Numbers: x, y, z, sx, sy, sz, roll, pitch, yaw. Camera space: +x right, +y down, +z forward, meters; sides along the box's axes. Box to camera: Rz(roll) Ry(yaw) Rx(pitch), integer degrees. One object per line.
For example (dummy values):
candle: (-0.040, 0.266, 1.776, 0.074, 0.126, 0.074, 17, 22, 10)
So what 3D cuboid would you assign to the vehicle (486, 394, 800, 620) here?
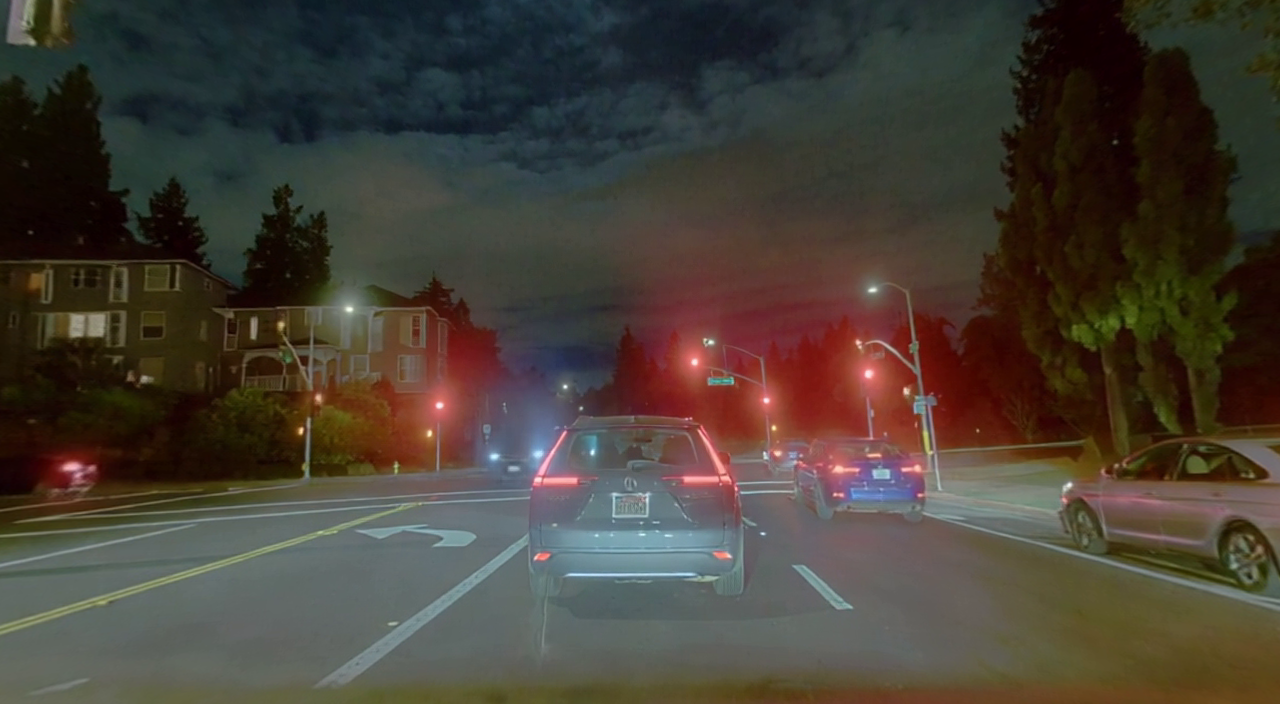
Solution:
vehicle: (0.053, 1.469, 6.938, 2.322, 1.667, 4.367, 0, -8, 1)

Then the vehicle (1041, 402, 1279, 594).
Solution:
vehicle: (7.028, 1.535, 7.044, 1.989, 1.791, 4.735, 0, -8, 1)

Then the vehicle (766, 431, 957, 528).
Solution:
vehicle: (3.979, 2.370, 12.389, 2.077, 1.527, 4.755, 0, -8, 1)

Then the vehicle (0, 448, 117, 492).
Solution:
vehicle: (-22.057, 4.197, 22.542, 4.723, 1.486, 1.800, 4, -9, -25)
